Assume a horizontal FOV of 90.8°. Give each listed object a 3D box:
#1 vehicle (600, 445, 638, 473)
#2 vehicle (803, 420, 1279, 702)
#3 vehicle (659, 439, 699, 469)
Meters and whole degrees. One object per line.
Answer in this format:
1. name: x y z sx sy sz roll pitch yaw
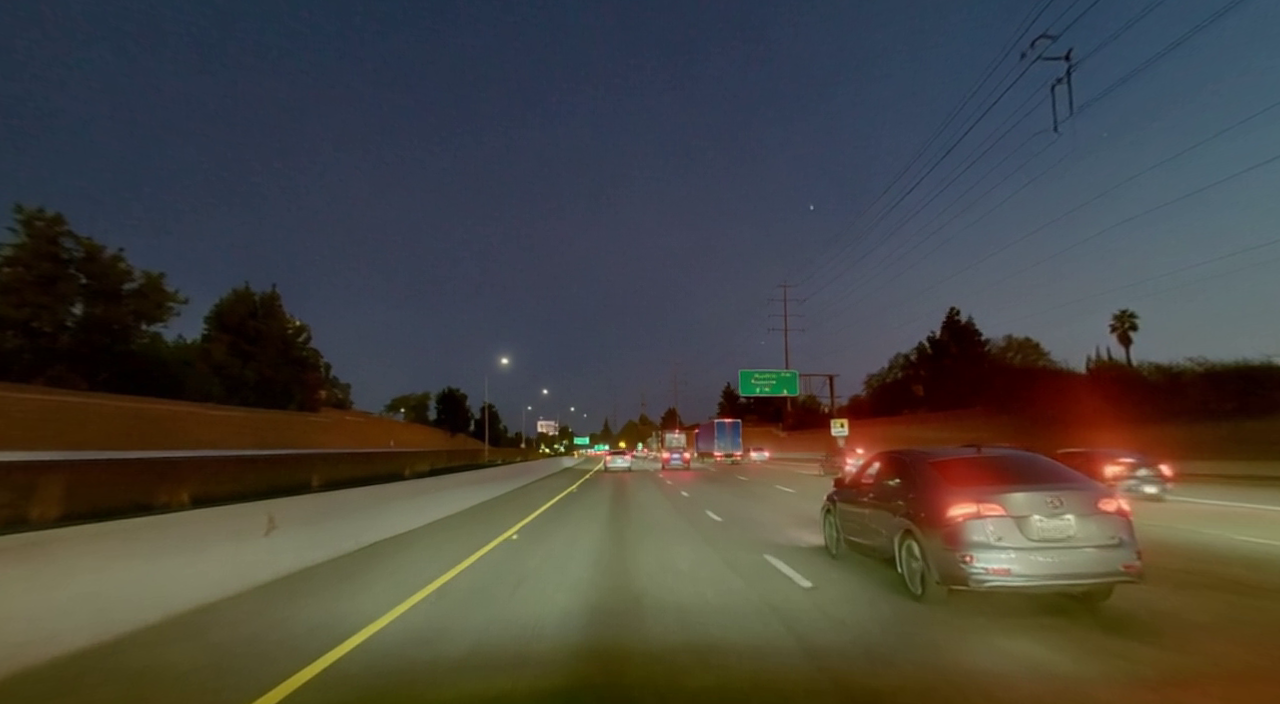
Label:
1. vehicle: -1.264 6.227 36.949 2.083 1.477 3.965 0 -9 -3
2. vehicle: 3.004 1.422 5.517 1.922 1.465 4.165 0 -9 -2
3. vehicle: 2.504 6.722 41.700 2.114 1.849 4.692 0 -9 -3
